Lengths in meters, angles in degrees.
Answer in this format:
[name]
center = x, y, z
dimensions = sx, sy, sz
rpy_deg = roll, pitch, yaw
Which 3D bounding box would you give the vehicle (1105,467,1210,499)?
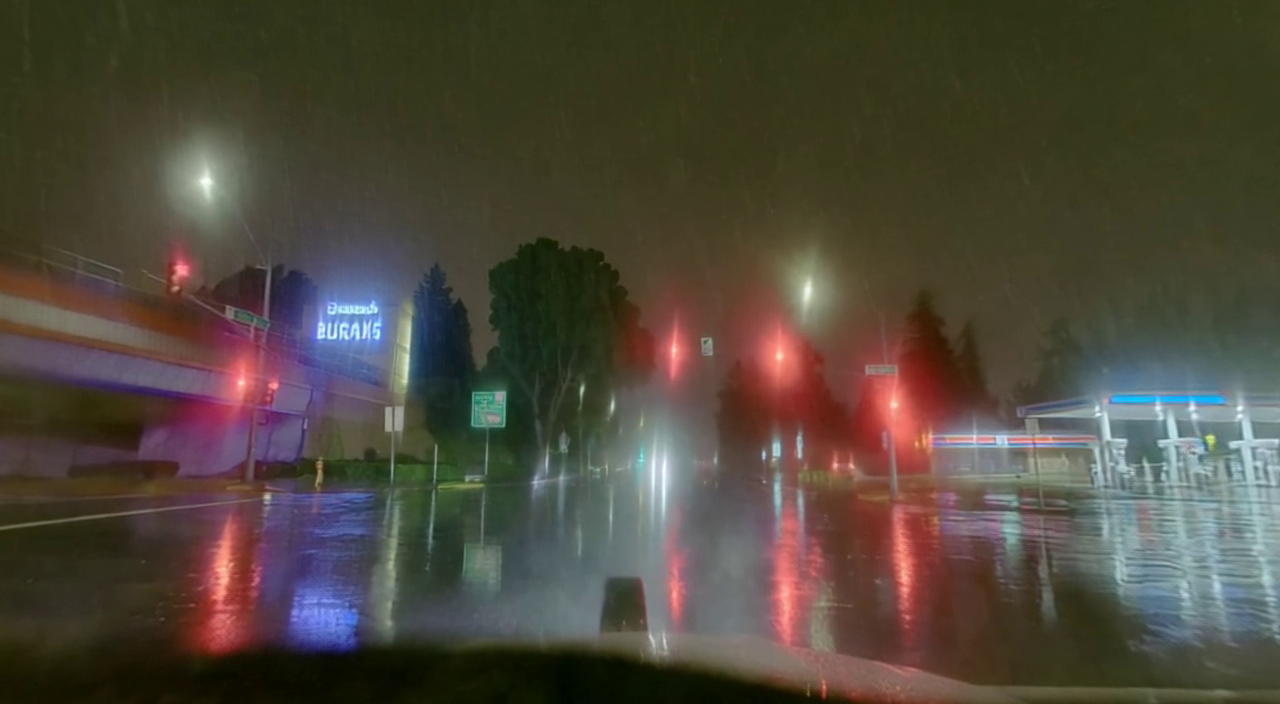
[vehicle]
center = 28.013, 7.065, 34.354
dimensions = 1.897, 1.466, 4.211
rpy_deg = 1, -8, -6
